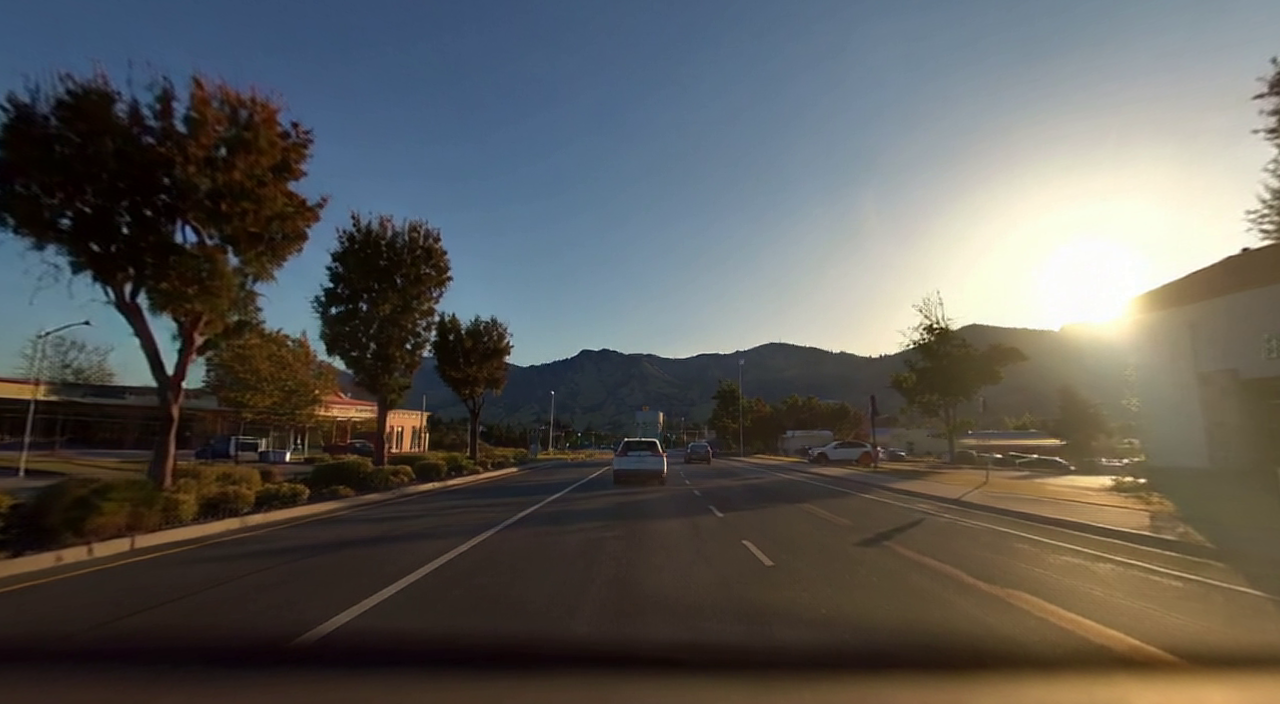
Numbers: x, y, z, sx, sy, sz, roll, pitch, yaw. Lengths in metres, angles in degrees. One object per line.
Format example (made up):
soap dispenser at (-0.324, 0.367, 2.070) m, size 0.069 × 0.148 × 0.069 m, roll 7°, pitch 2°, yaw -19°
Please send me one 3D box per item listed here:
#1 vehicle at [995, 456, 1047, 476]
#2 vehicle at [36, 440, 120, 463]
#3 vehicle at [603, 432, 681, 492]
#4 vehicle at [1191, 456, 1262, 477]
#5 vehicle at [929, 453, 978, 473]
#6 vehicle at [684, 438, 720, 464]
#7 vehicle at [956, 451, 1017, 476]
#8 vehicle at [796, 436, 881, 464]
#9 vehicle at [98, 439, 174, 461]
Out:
vehicle at (30.215, 9.049, 49.938) m, size 1.745 × 1.464 × 3.716 m, roll 0°, pitch -8°, yaw -1°
vehicle at (-36.650, 6.485, 41.026) m, size 3.640 × 1.447 × 1.788 m, roll 4°, pitch -9°, yaw -26°
vehicle at (0.060, 3.362, 19.555) m, size 2.193 × 1.651 × 3.946 m, roll 0°, pitch -8°, yaw 0°
vehicle at (46.631, 9.102, 49.982) m, size 1.891 × 1.495 × 4.028 m, roll -1°, pitch -8°, yaw 4°
vehicle at (24.733, 8.734, 49.577) m, size 1.751 × 1.439 × 3.847 m, roll 0°, pitch -8°, yaw -2°
vehicle at (4.288, 6.904, 43.946) m, size 2.088 × 1.655 × 4.360 m, roll 0°, pitch -8°, yaw 0°
vehicle at (27.324, 8.788, 49.713) m, size 2.108 × 1.735 × 4.476 m, roll 1°, pitch -8°, yaw -2°
vehicle at (12.903, 6.419, 41.113) m, size 4.887 × 1.734 × 2.014 m, roll 0°, pitch -8°, yaw 2°
vehicle at (-35.665, 6.958, 44.545) m, size 3.714 × 1.510 × 1.917 m, roll 4°, pitch -9°, yaw -23°
